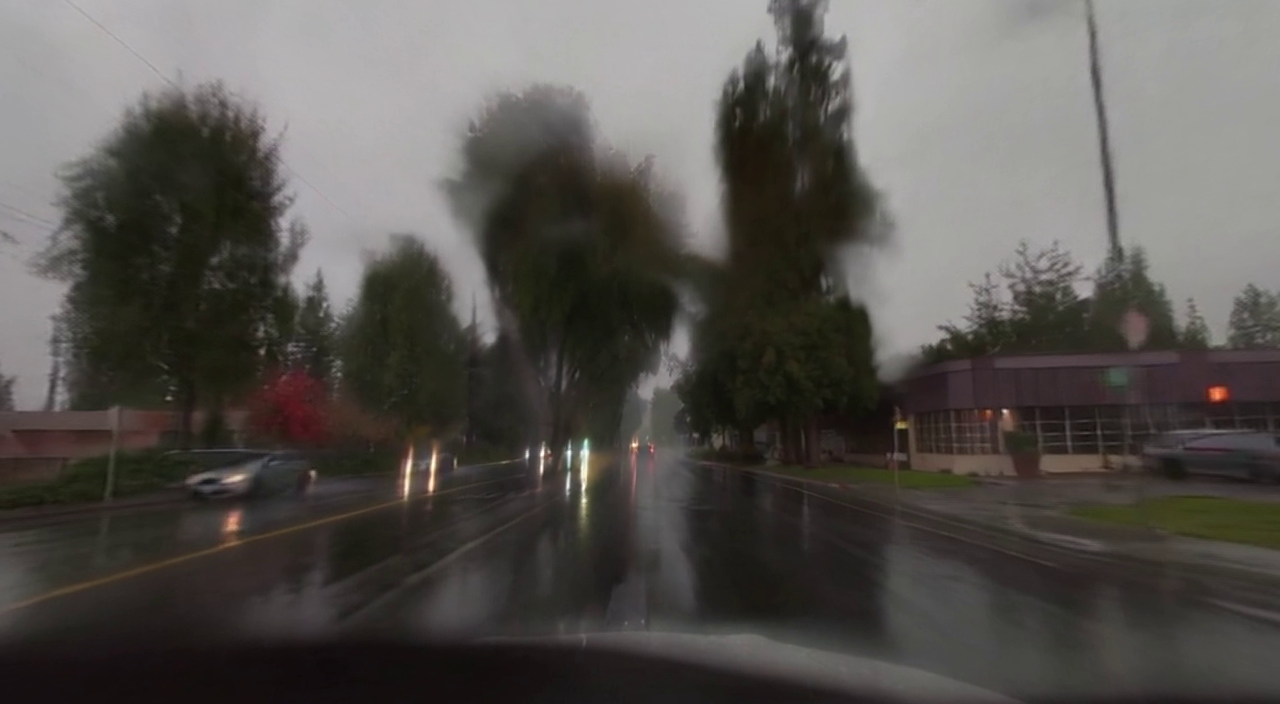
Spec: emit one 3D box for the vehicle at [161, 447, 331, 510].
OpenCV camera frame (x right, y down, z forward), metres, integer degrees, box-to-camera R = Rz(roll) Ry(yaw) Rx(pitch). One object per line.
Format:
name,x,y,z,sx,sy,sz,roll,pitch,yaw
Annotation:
vehicle,-10.886,3.475,17.885,1.873,1.516,4.339,0,-8,3

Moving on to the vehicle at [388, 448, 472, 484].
vehicle,-9.719,5.305,29.722,2.084,1.517,5.096,0,-8,2

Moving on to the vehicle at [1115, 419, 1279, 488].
vehicle,17.092,2.978,18.653,2.021,1.753,4.941,0,-9,-3
